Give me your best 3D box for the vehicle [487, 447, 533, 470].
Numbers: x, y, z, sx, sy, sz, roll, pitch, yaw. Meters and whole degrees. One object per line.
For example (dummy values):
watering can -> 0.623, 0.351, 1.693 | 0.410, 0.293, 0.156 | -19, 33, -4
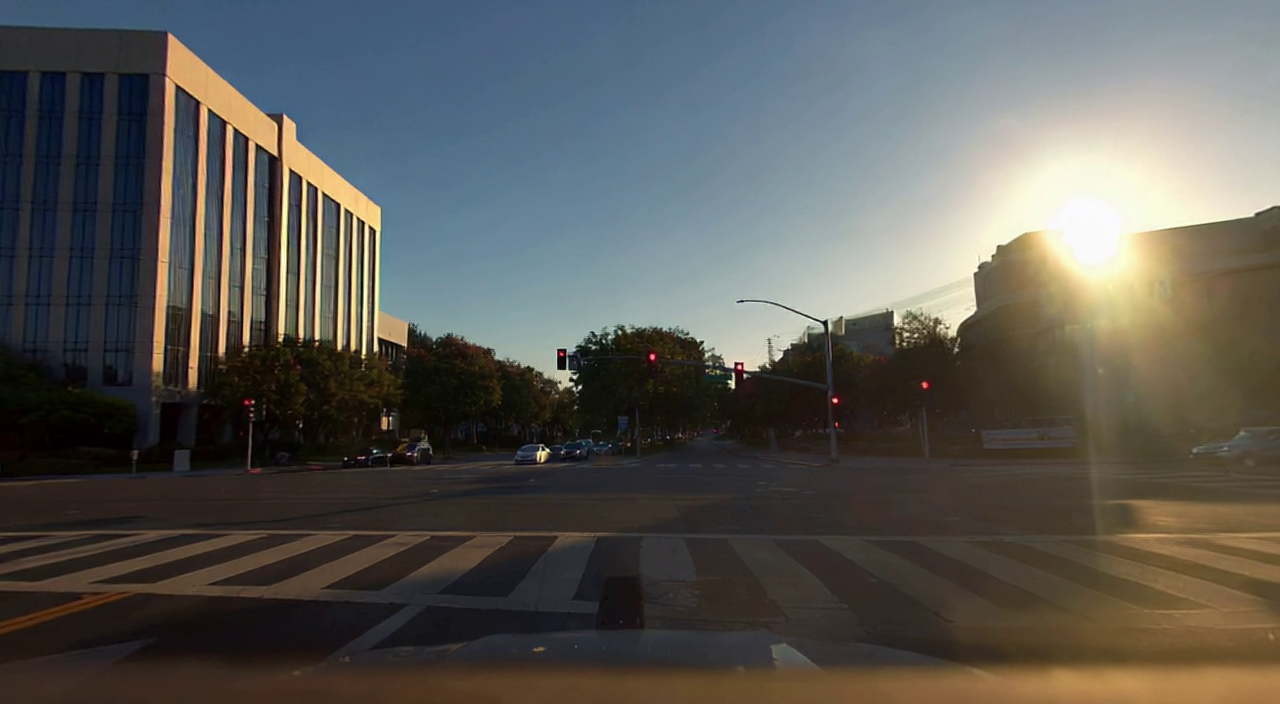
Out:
vehicle -> -8.067, 6.627, 39.541 | 1.910, 1.288, 4.093 | -1, -9, 1

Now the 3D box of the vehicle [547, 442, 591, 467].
vehicle -> -4.531, 6.619, 40.916 | 2.109, 1.461, 4.637 | -1, -9, 2

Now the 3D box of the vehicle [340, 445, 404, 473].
vehicle -> -18.549, 7.416, 44.086 | 2.237, 1.842, 5.116 | 0, -9, 0

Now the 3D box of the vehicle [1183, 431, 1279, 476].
vehicle -> 22.324, 3.565, 22.353 | 4.474, 1.477, 1.908 | 0, -9, -3

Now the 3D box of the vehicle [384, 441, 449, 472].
vehicle -> -15.135, 7.126, 43.243 | 2.340, 1.946, 5.450 | -1, -9, 1

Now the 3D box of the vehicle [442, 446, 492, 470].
vehicle -> -11.639, 7.150, 42.815 | 2.003, 1.476, 4.297 | -1, -9, 2
